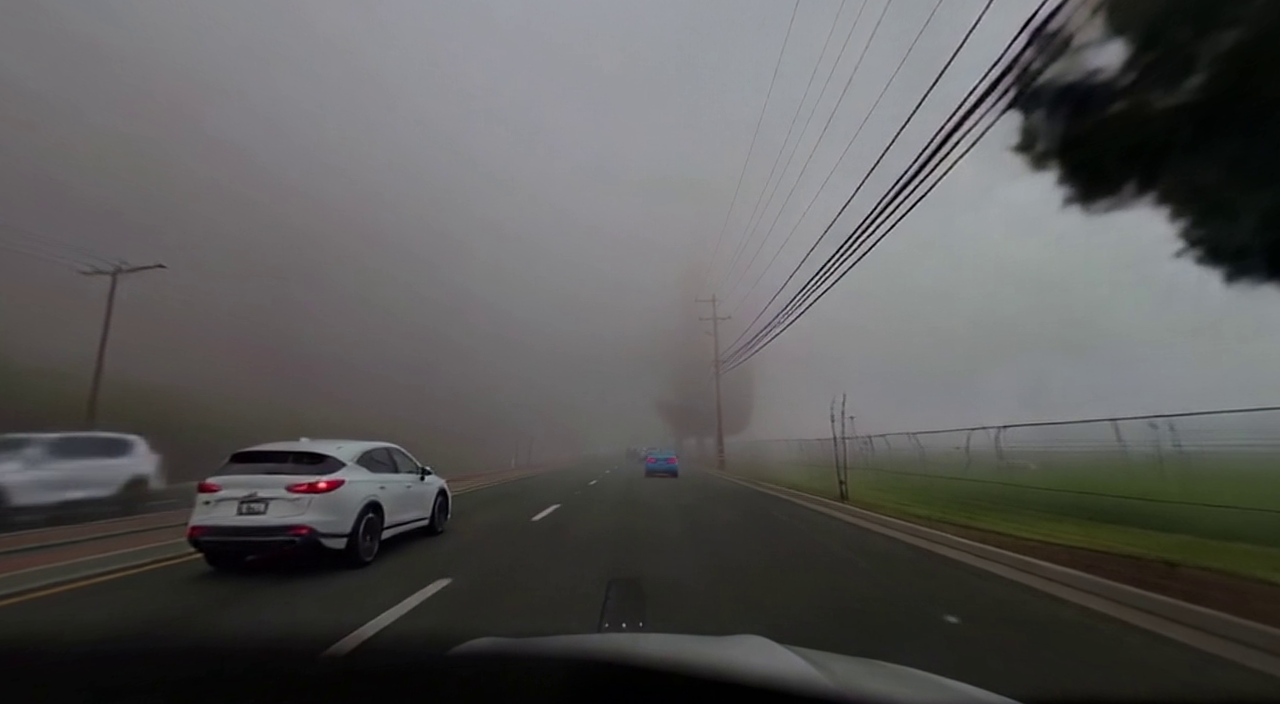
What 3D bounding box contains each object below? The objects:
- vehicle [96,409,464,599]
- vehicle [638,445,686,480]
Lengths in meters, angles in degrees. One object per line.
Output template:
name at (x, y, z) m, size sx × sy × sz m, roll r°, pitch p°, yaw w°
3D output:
vehicle at (-3.862, 1.697, 7.899) m, size 1.950 × 1.692 × 4.397 m, roll 0°, pitch -9°, yaw 1°
vehicle at (0.988, 5.090, 29.222) m, size 2.059 × 1.486 × 3.980 m, roll 0°, pitch -9°, yaw 1°
